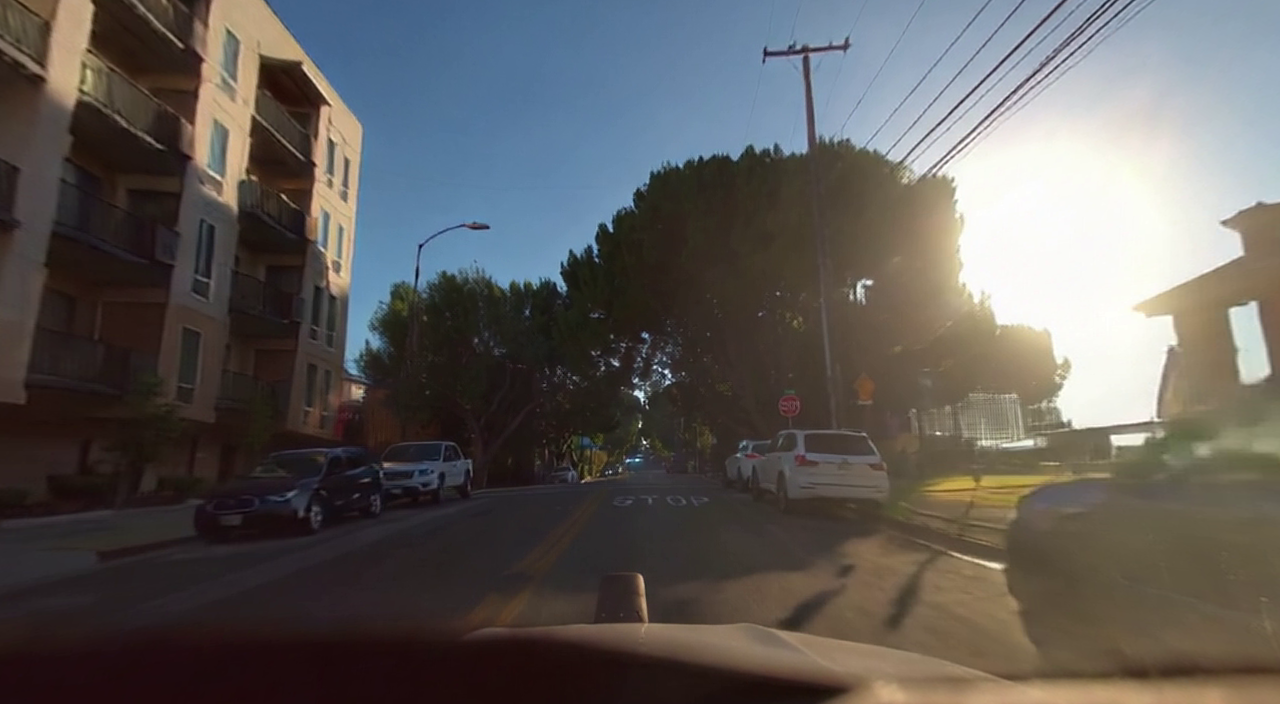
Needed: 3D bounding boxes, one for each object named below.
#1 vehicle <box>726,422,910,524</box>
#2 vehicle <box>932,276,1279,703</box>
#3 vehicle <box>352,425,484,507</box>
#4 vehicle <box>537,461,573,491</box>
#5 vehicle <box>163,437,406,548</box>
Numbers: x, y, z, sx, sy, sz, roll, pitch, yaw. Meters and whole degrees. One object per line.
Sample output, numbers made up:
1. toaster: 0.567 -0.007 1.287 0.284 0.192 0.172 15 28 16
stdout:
1. vehicle: 3.330 2.377 13.000 2.154 1.699 4.591 0 -9 -4
2. vehicle: 3.306 0.658 2.021 2.082 1.902 5.122 0 -9 -3
3. vehicle: -6.115 3.304 18.188 2.076 1.913 5.060 -3 -11 -1
4. vehicle: -5.911 8.635 44.363 1.987 1.662 4.141 -2 -7 -1
5. vehicle: -6.310 2.499 11.998 2.069 1.647 4.359 -1 -8 0
